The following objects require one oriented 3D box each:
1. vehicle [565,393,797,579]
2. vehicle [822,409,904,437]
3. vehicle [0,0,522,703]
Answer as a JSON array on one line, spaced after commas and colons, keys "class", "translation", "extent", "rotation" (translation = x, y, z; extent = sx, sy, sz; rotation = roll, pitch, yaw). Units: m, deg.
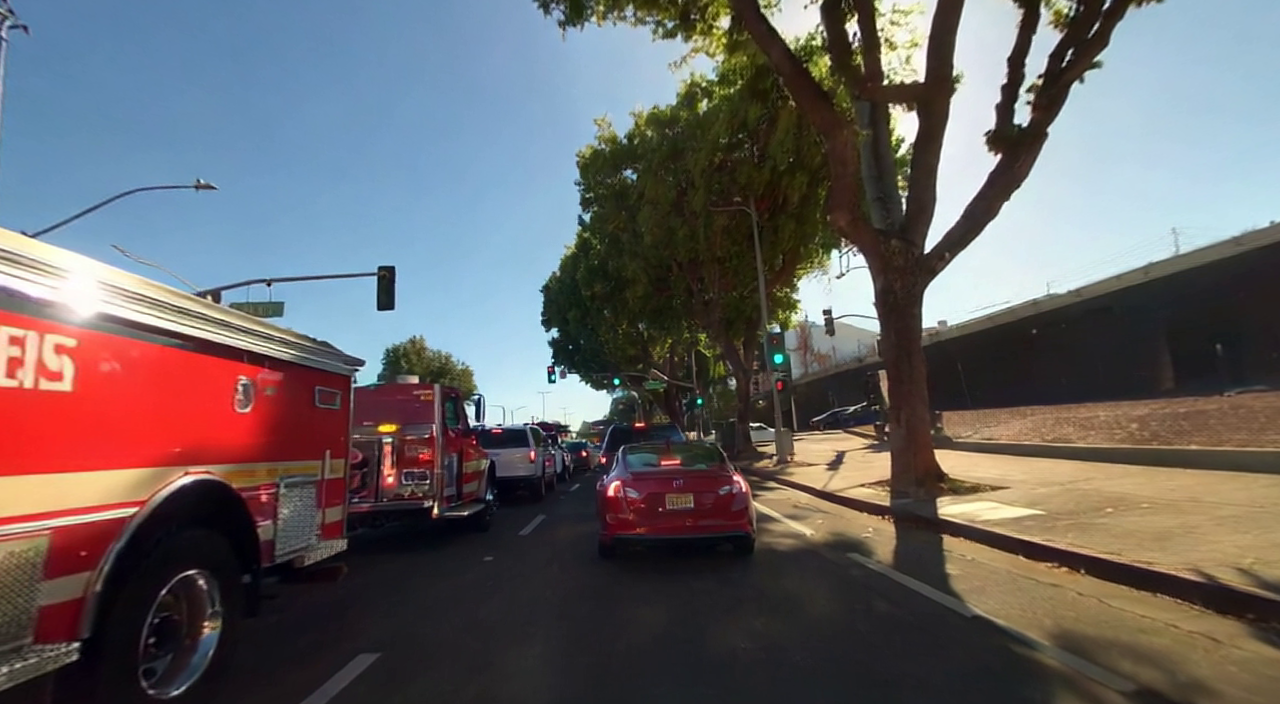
[{"class": "vehicle", "translation": [0.233, 1.695, 8.866], "extent": [2.332, 1.831, 4.930], "rotation": [0, -8, -4]}, {"class": "vehicle", "translation": [14.404, 4.604, 40.914], "extent": [4.528, 1.704, 2.073], "rotation": [2, -9, -12]}, {"class": "vehicle", "translation": [-3.468, 0.594, 5.742], "extent": [3.504, 3.426, 7.085], "rotation": [1, -7, -1]}]
